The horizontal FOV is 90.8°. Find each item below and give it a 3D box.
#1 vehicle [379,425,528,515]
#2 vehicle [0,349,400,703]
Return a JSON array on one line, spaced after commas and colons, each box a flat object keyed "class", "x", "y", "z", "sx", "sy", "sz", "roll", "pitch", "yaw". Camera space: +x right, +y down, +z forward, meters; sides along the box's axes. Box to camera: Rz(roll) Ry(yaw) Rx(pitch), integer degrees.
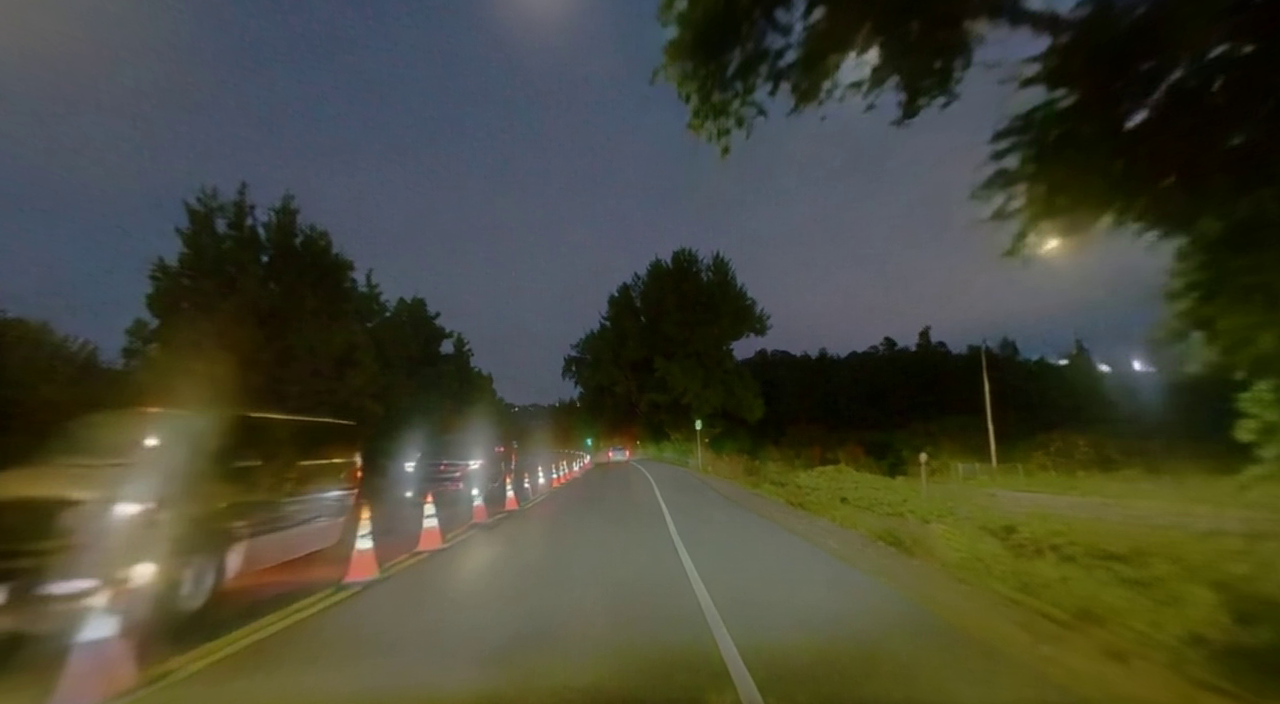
[{"class": "vehicle", "x": -4.587, "y": 2.992, "z": 16.643, "sx": 2.128, "sy": 1.944, "sz": 5.555, "roll": 0, "pitch": -9, "yaw": 1}, {"class": "vehicle", "x": -4.554, "y": 1.269, "z": 5.283, "sx": 2.519, "sy": 1.936, "sz": 6.288, "roll": 0, "pitch": -9, "yaw": 1}]
